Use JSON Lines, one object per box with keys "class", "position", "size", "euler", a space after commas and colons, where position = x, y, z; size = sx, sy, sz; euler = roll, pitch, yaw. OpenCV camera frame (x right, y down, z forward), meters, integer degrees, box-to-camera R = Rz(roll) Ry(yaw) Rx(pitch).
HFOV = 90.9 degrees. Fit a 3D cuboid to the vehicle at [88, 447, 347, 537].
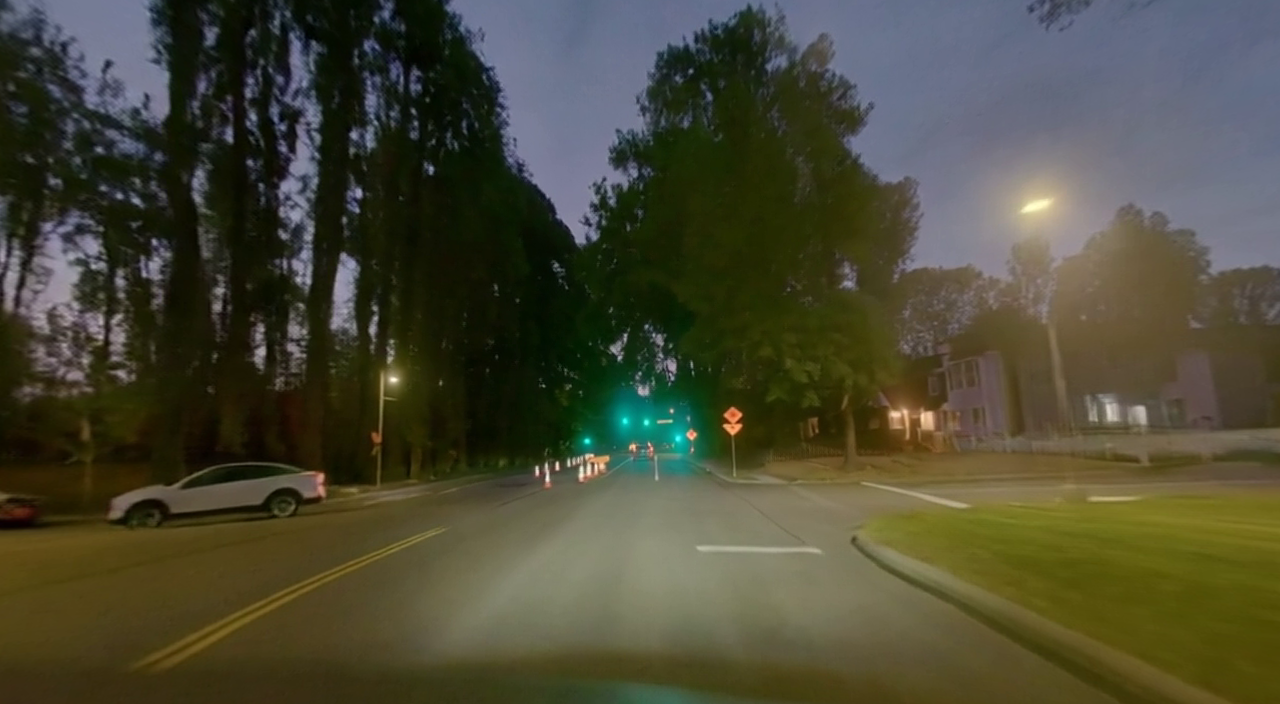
{"class": "vehicle", "position": [-9.577, 3.178, 14.643], "size": [4.594, 1.696, 1.971], "euler": [-2, -8, -1]}
